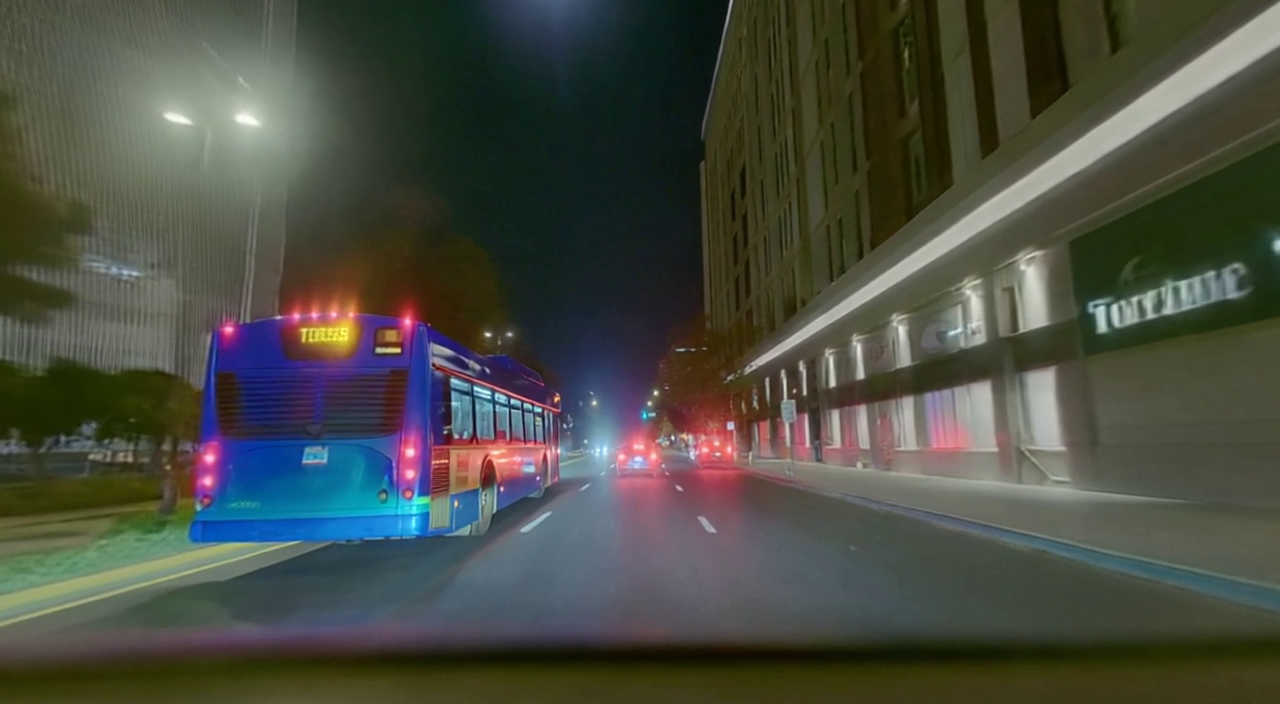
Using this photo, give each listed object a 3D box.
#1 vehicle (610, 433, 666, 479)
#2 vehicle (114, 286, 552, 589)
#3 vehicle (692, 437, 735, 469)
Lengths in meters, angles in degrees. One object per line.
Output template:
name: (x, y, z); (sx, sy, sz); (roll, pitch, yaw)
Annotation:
vehicle: (-0.038, 4.232, 25.891); (2.120, 1.727, 3.917); (0, -8, 1)
vehicle: (-3.505, 1.217, 10.357); (2.920, 2.884, 8.588); (0, -6, 0)
vehicle: (4.297, 5.969, 37.500); (2.138, 1.787, 4.522); (-1, -8, 2)
